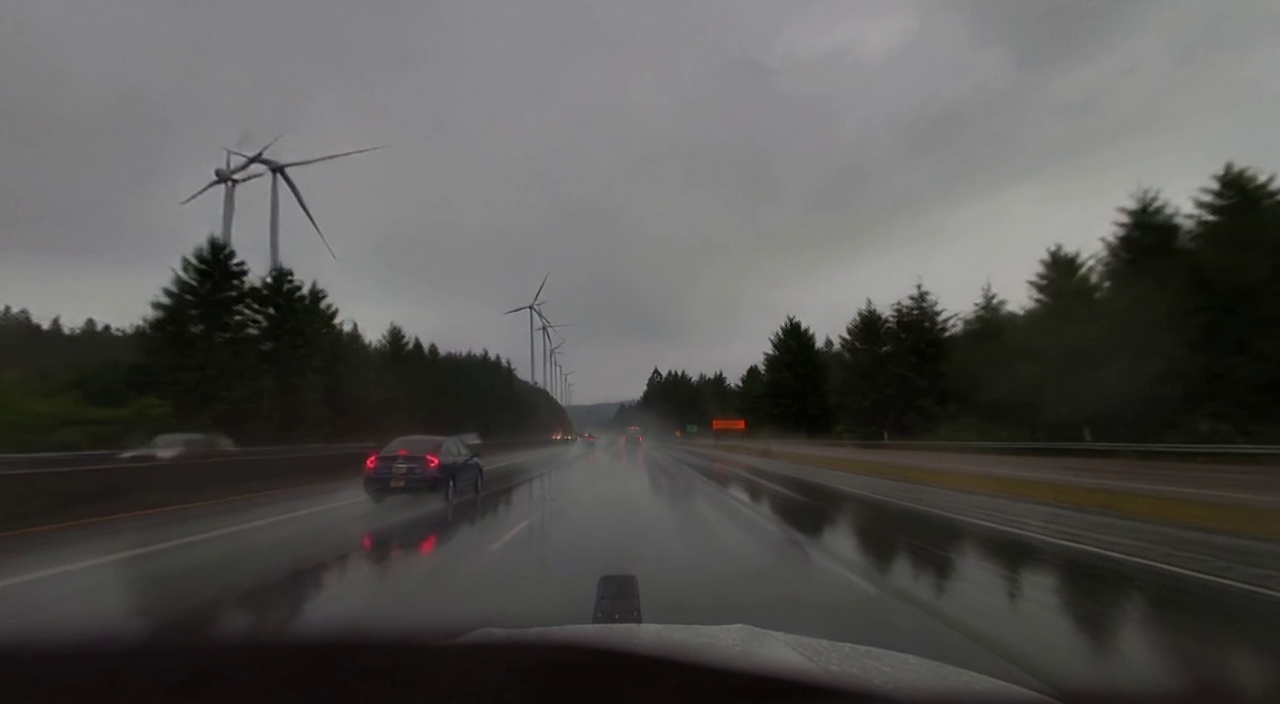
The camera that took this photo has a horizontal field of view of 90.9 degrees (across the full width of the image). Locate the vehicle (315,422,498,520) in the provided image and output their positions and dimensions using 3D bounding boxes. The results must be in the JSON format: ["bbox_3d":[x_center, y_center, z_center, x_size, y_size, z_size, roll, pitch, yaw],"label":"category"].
[{"bbox_3d":[-4.110,2.129,11.877,1.950,1.511,3.965,0,-8,-1],"label":"vehicle"}]

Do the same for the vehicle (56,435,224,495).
[{"bbox_3d":[-16.052,3.610,20.598,2.025,1.739,4.216,0,-8,-1],"label":"vehicle"}]
